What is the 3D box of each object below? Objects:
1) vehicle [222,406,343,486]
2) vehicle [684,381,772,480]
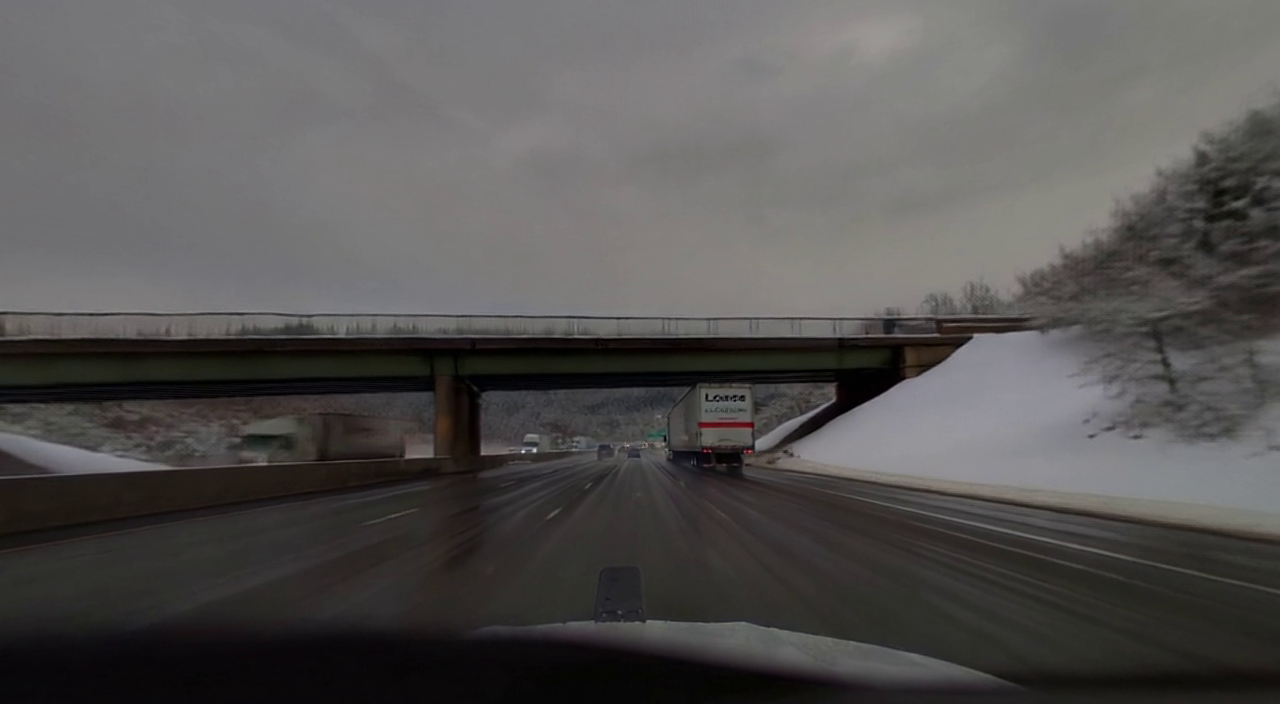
[{"bbox_3d":[-19.542,5.224,35.014,3.044,4.002,5.865,0,-9,0],"label":"vehicle"},{"bbox_3d":[3.840,3.820,29.869,2.885,3.992,8.526,0,-9,0],"label":"vehicle"}]
